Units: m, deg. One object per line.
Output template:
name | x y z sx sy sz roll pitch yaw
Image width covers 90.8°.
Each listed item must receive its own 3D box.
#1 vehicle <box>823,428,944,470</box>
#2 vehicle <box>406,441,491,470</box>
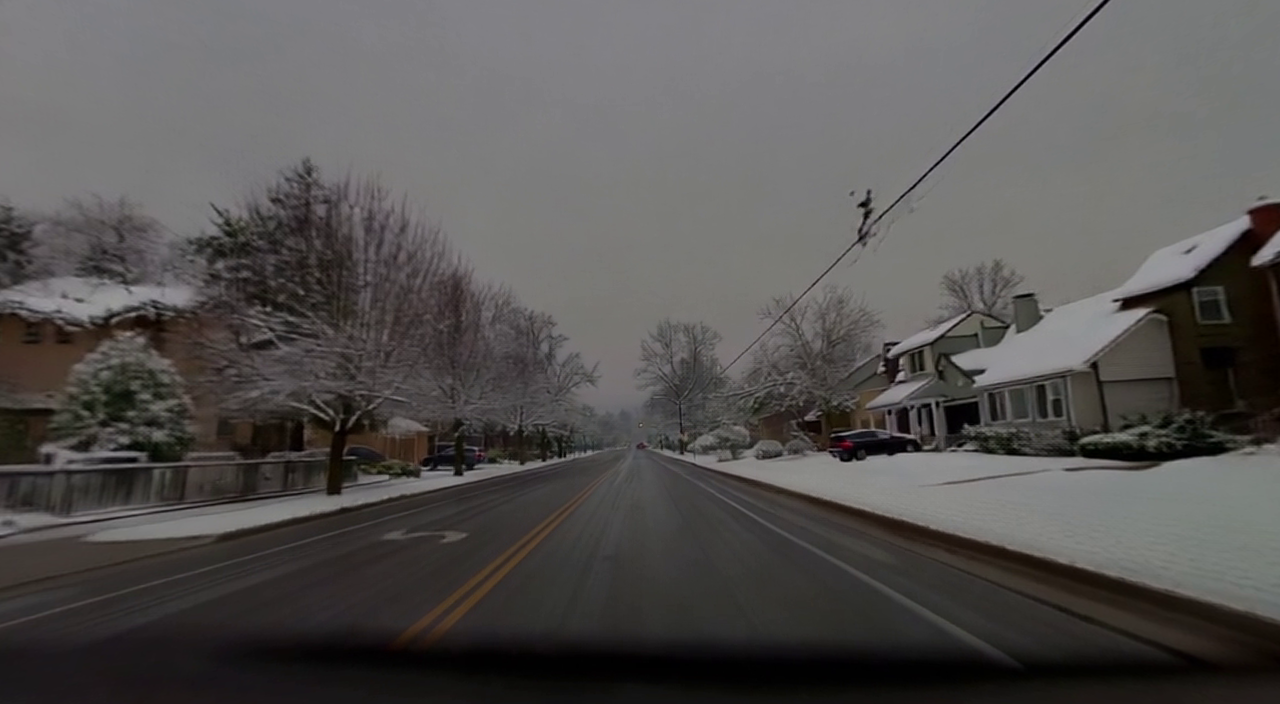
vehicle | 10.513 4.224 27.569 4.449 1.765 1.917 -1 -9 3
vehicle | -12.665 6.880 41.967 4.928 1.848 2.041 0 -9 0
